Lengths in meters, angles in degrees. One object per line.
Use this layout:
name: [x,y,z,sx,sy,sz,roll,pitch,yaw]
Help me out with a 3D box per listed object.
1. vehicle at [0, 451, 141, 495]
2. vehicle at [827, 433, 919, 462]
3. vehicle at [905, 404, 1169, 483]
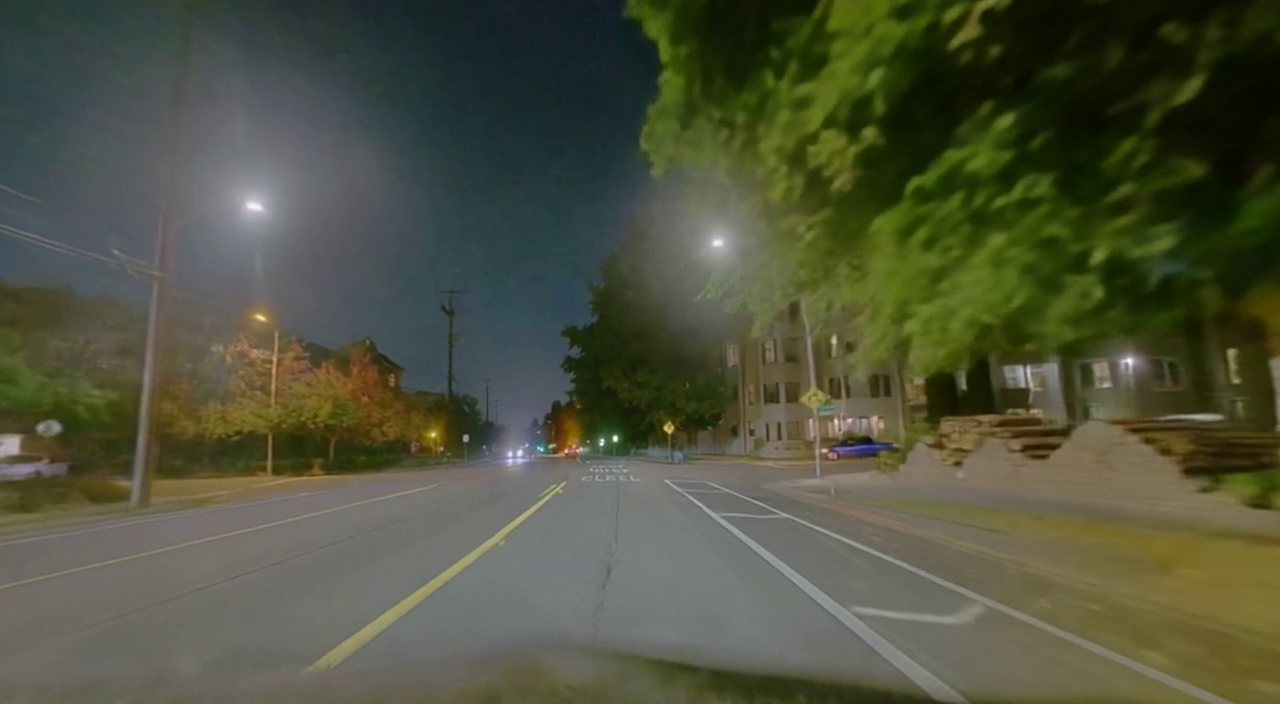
vehicle: [-26.000,5.395,28.364,5.067,1.792,2.217,2,-9,-9]
vehicle: [13.872,5.739,37.841,4.702,1.661,1.977,0,-8,0]
vehicle: [11.291,2.667,18.380,5.949,2.092,2.570,1,-9,-2]
